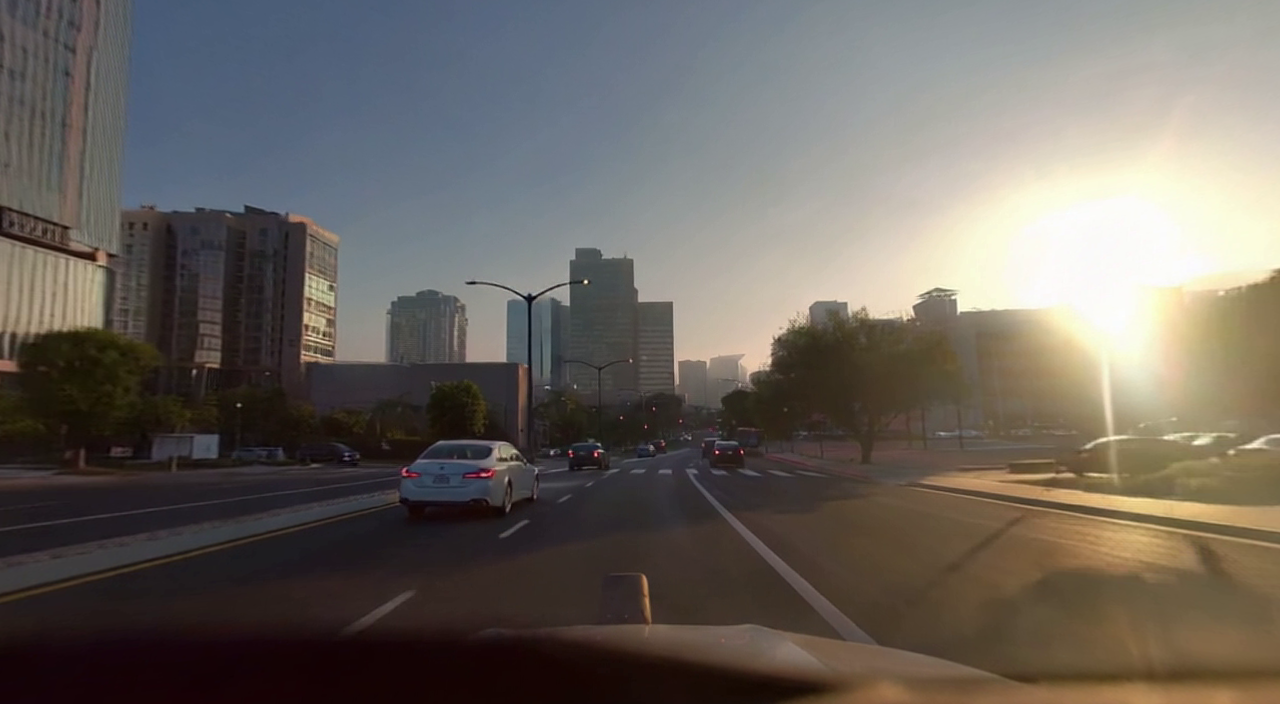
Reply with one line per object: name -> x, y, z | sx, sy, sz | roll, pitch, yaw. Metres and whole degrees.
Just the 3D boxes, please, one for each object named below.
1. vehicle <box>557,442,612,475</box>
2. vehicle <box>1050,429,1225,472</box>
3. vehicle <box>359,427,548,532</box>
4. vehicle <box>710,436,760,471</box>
vehicle -> -2.585, 5.061, 30.185 | 1.980, 1.454, 4.226 | -1, -8, 4
vehicle -> 18.194, 3.622, 23.251 | 4.583, 1.491, 2.192 | 0, -8, -1
vehicle -> -3.153, 2.259, 11.809 | 2.118, 1.568, 4.436 | 0, -8, 1
vehicle -> 4.904, 5.326, 33.123 | 2.103, 1.699, 4.171 | 0, -8, 1
